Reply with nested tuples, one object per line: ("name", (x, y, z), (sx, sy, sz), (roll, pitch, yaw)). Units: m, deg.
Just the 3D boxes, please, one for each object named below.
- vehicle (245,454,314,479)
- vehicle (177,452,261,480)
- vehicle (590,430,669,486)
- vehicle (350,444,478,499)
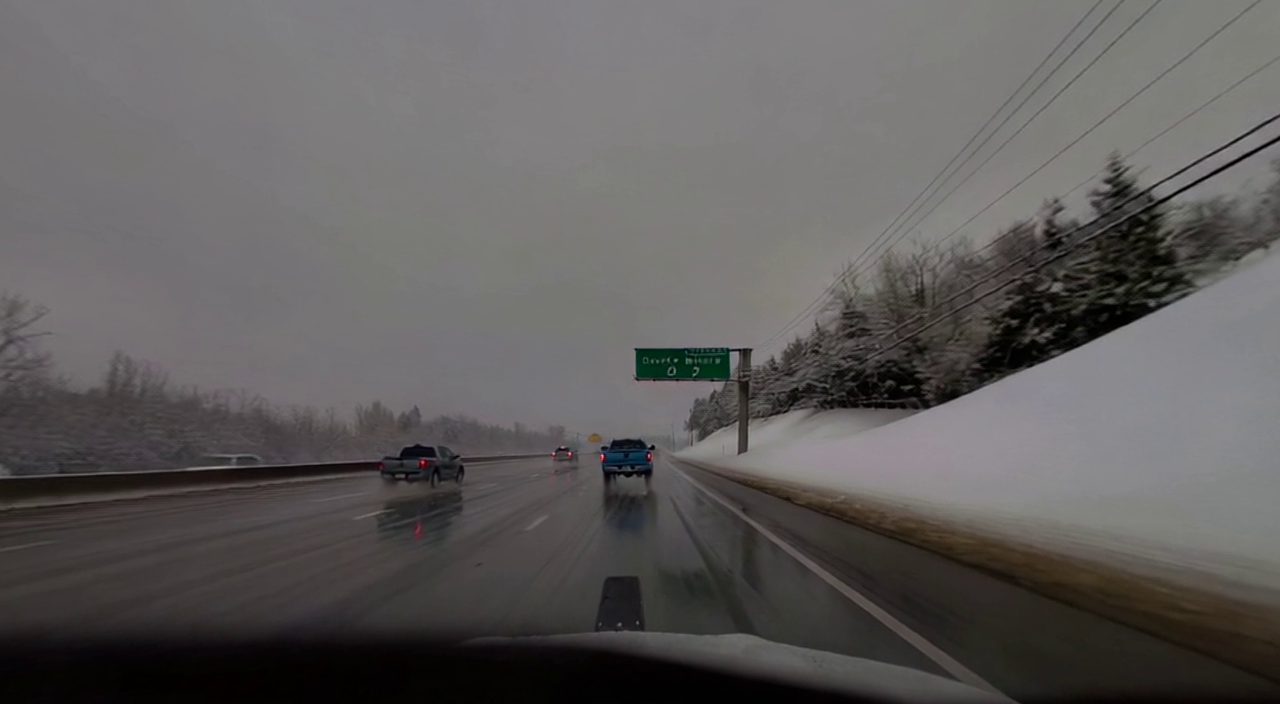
("vehicle", (-23.370, 7.424, 41.043), (1.861, 1.488, 4.345), (0, -9, 1))
("vehicle", (-27.262, 7.399, 40.991), (2.292, 1.660, 4.482), (0, -9, 1))
("vehicle", (-0.424, 4.462, 26.856), (2.972, 2.087, 6.126), (0, -9, 0))
("vehicle", (-7.142, 3.817, 20.657), (2.189, 1.553, 5.202), (0, -9, 1))
